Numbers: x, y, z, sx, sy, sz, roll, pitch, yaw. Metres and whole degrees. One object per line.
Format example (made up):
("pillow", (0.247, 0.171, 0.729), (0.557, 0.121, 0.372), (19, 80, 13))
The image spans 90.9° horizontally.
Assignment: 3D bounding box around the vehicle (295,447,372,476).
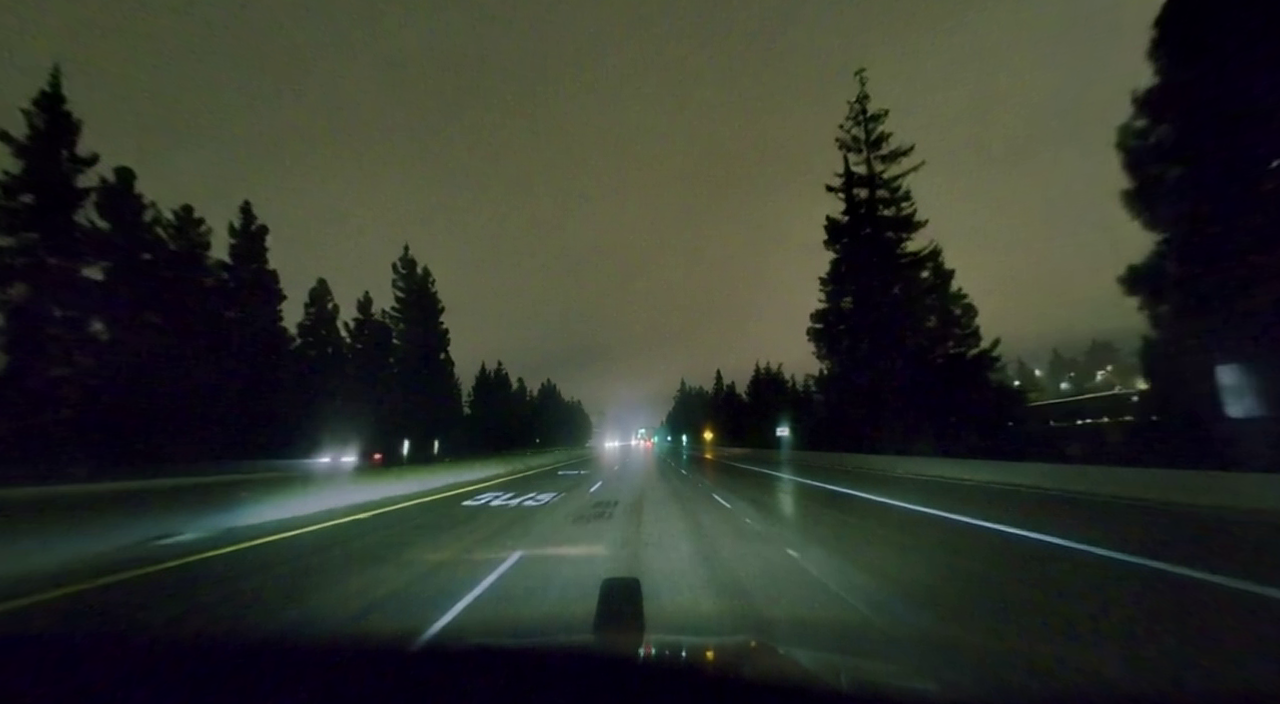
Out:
("vehicle", (-17.455, 6.249, 36.227), (1.902, 1.495, 4.952), (-1, -8, 1))
